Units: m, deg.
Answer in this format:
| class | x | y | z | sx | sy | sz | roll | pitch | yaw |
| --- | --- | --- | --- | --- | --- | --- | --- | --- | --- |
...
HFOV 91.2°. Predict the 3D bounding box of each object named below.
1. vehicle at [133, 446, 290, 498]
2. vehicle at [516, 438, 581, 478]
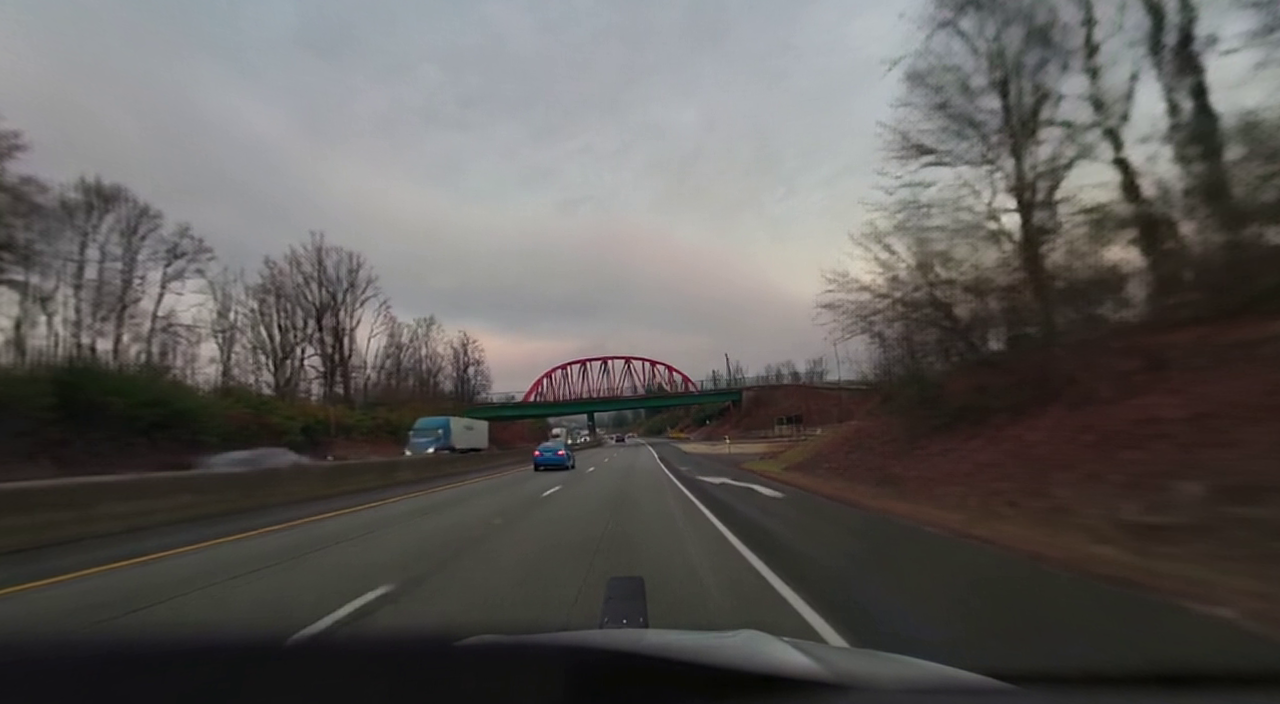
| class | x | y | z | sx | sy | sz | roll | pitch | yaw |
| --- | --- | --- | --- | --- | --- | --- | --- | --- | --- |
| vehicle | -13.907 | 3.881 | 20.794 | 1.924 | 1.530 | 4.565 | 0 | -9 | 1 |
| vehicle | -3.777 | 4.449 | 26.632 | 2.052 | 1.556 | 4.405 | 0 | -8 | 0 |
